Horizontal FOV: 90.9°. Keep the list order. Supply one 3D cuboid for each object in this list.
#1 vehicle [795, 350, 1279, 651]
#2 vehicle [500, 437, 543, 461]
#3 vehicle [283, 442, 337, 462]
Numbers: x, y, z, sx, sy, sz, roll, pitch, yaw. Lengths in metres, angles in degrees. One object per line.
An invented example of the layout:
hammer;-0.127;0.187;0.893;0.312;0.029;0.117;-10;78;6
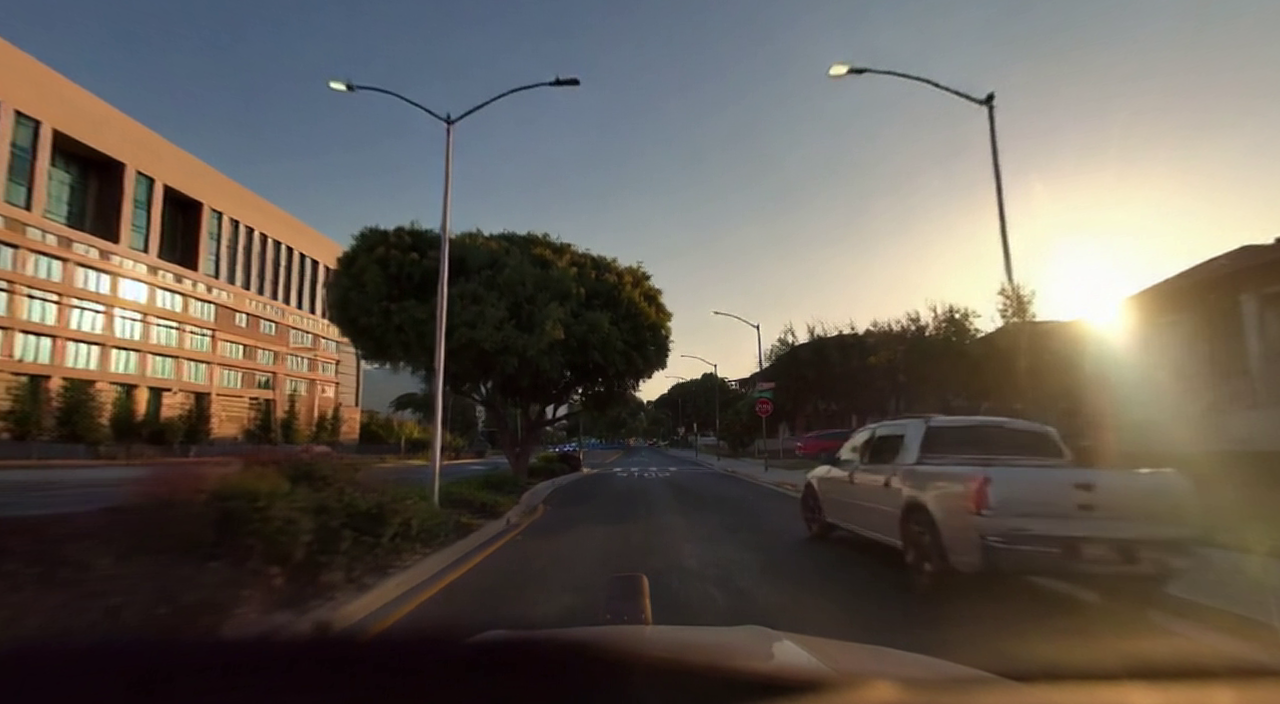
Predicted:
vehicle;3.122;1.231;6.151;2.067;1.846;4.384;0;-8;0
vehicle;-8.103;6.665;43.483;2.024;1.532;3.863;-1;-8;4
vehicle;-26.061;7.919;49.912;1.811;1.467;4.508;-1;-8;1
